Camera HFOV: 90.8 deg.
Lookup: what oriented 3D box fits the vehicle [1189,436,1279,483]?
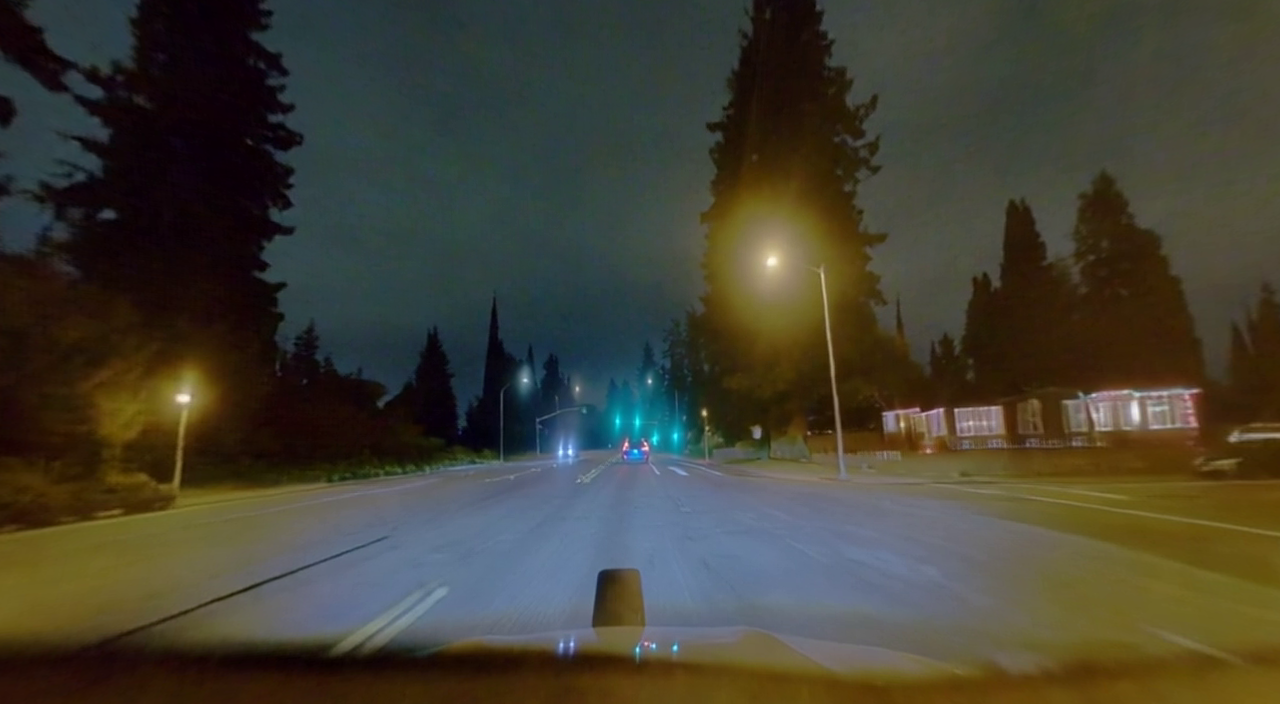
[{"bbox_3d":[22.166,3.709,22.050,4.218,1.505,2.169,1,-8,-8],"label":"vehicle"}]

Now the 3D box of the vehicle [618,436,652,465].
[{"bbox_3d":[-0.366,6.652,42.910,2.230,1.827,4.298,0,-8,-1],"label":"vehicle"}]
